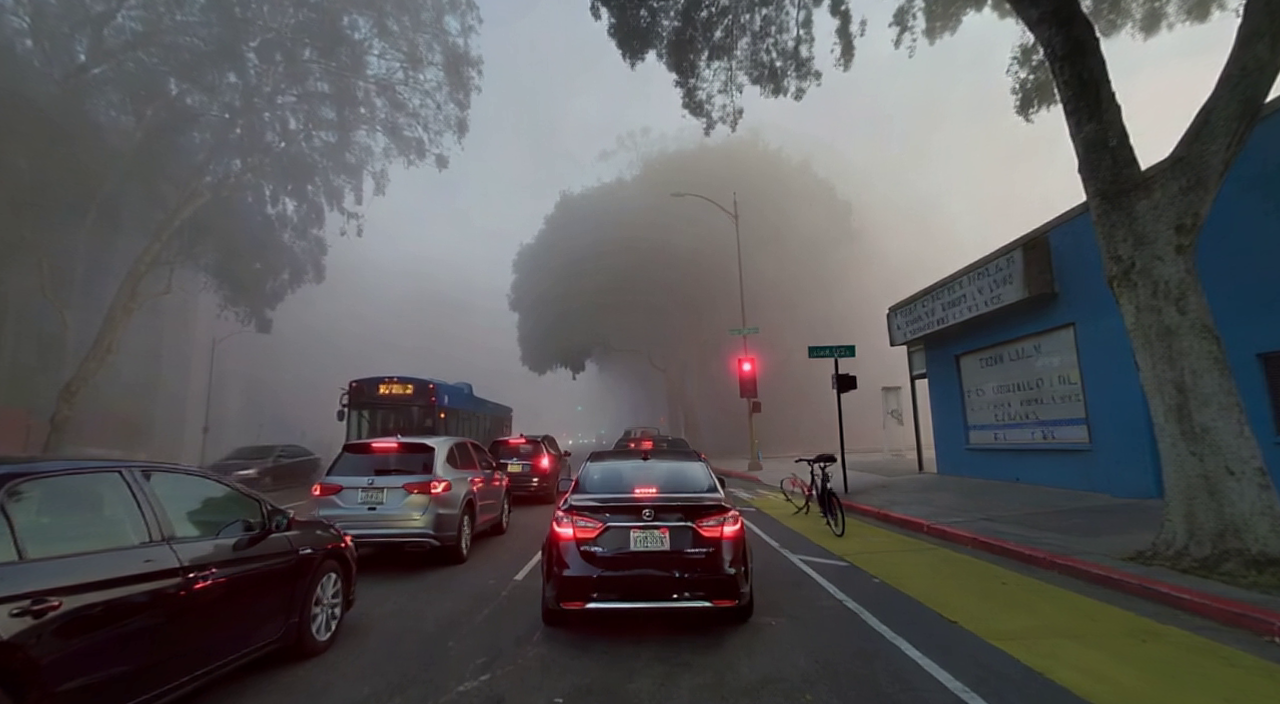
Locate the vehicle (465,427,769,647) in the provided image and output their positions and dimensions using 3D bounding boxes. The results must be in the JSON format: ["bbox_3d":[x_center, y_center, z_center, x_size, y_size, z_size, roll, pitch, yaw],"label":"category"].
[{"bbox_3d":[-0.144,1.523,6.178,2.031,1.461,3.763,0,-8,0],"label":"vehicle"}]

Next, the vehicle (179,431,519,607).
[{"bbox_3d":[-2.917,1.749,7.645,1.944,1.481,4.385,0,-8,1],"label":"vehicle"}]

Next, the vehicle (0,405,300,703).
[{"bbox_3d":[-3.176,0.868,1.728,1.867,1.486,4.452,0,-8,2],"label":"vehicle"}]
